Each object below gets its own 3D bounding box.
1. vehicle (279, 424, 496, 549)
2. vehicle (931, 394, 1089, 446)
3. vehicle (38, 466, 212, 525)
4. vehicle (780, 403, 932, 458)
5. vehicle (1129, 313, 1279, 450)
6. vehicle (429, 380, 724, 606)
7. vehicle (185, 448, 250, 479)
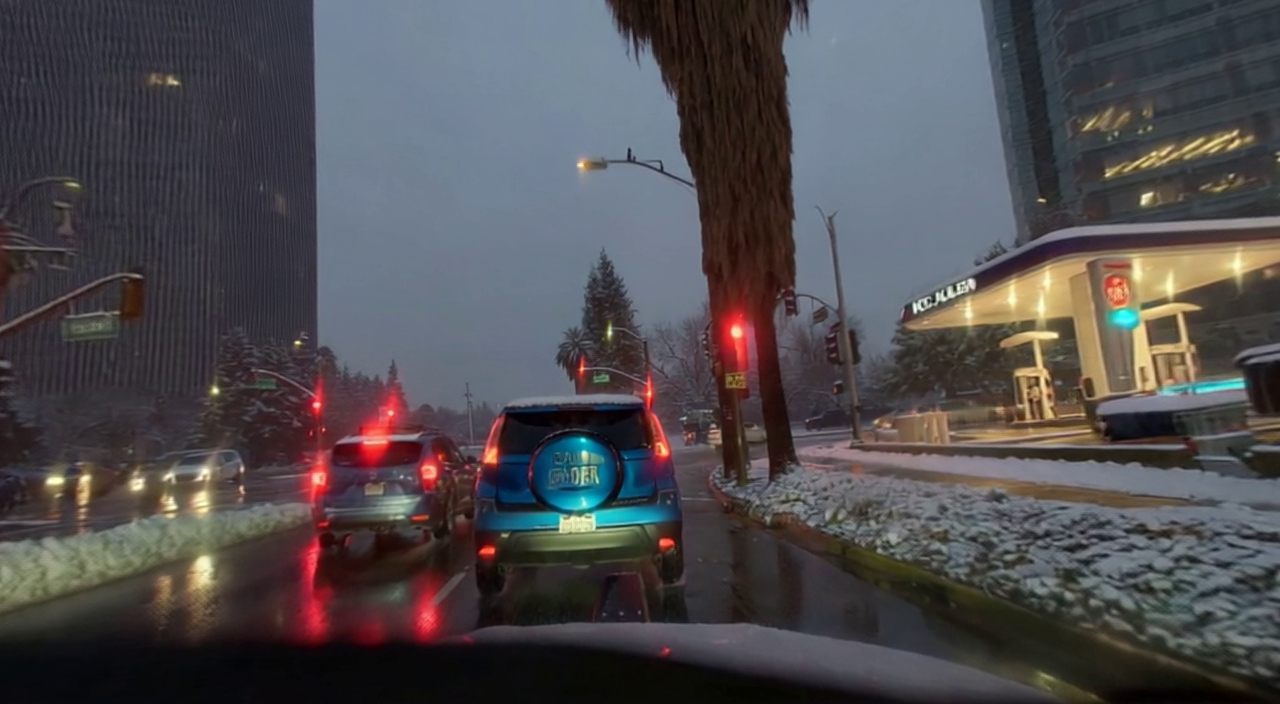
[{"bbox_3d":[-4.057,2.226,11.288,2.097,1.692,5.030,0,-8,-4],"label":"vehicle"},{"bbox_3d":[14.980,2.807,25.813,5.033,1.999,2.259,0,-8,-3],"label":"vehicle"},{"bbox_3d":[-17.408,4.777,21.422,4.660,1.708,2.331,-3,-9,19],"label":"vehicle"},{"bbox_3d":[8.607,3.174,25.493,5.307,2.076,2.122,1,-8,-6],"label":"vehicle"},{"bbox_3d":[10.288,0.542,9.369,4.420,1.766,2.104,1,-9,-6],"label":"vehicle"},{"bbox_3d":[-0.704,1.558,7.938,2.519,1.913,4.819,0,-8,-4],"label":"vehicle"},{"bbox_3d":[-28.805,7.597,43.245,1.783,1.997,4.000,0,-8,-3],"label":"vehicle"}]
